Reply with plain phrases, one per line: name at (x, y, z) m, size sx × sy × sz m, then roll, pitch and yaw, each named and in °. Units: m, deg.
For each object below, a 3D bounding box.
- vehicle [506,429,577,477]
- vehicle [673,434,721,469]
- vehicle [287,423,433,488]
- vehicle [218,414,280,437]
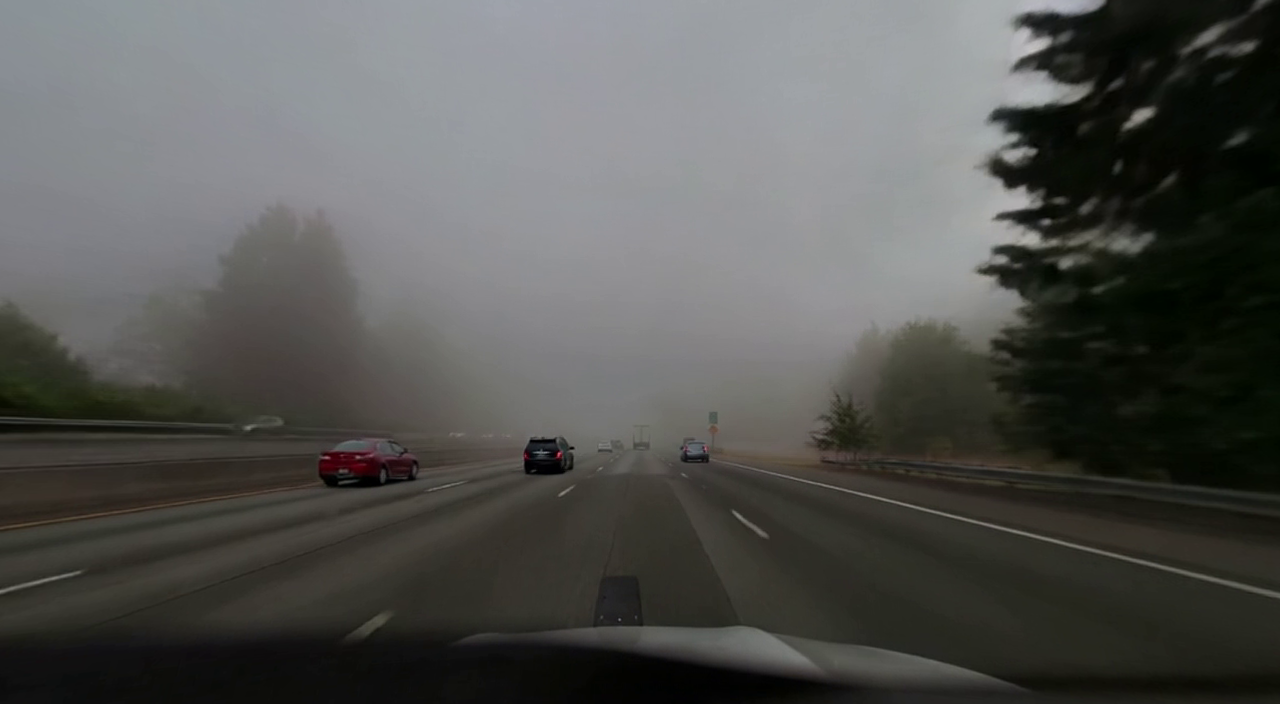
vehicle at (-3.707, 3.900, 24.417) m, size 2.002 × 1.680 × 4.301 m, roll 0°, pitch -9°, yaw 1°
vehicle at (2.939, 5.263, 33.350) m, size 2.053 × 1.698 × 4.097 m, roll 0°, pitch -9°, yaw -1°
vehicle at (-8.246, 3.120, 19.130) m, size 2.237 × 1.703 × 4.681 m, roll 0°, pitch -9°, yaw 0°
vehicle at (-29.232, 5.552, 47.193) m, size 1.825 × 1.511 × 4.219 m, roll 0°, pitch -9°, yaw 2°
